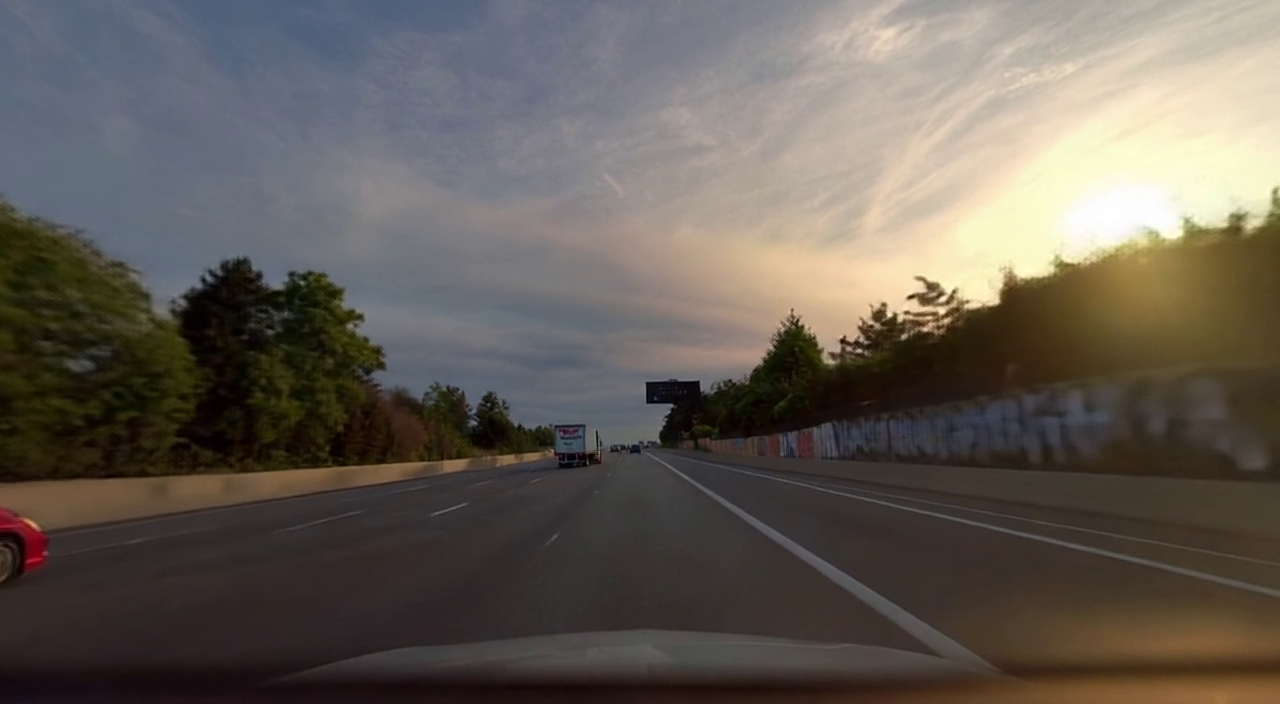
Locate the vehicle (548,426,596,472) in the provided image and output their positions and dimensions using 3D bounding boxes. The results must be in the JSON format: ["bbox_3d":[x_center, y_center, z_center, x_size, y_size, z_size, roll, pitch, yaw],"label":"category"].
[{"bbox_3d":[-3.966,5.821,37.807,2.305,2.517,5.486,0,-9,0],"label":"vehicle"}]
